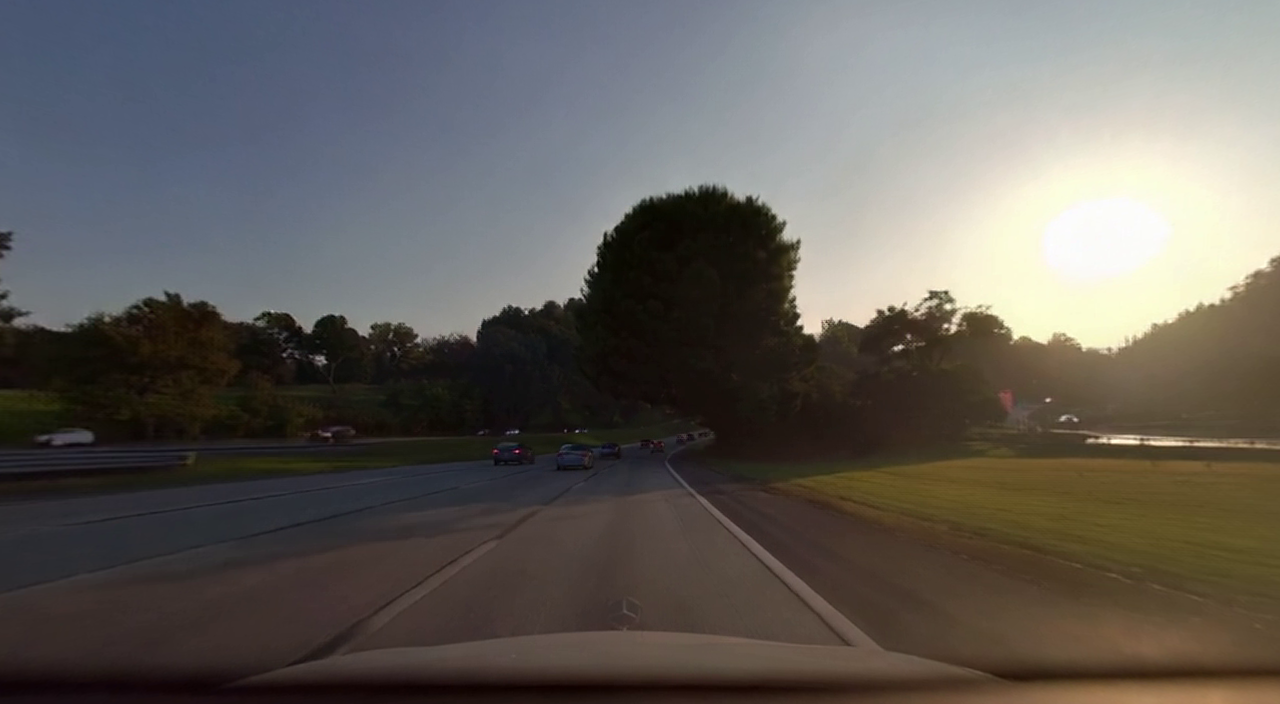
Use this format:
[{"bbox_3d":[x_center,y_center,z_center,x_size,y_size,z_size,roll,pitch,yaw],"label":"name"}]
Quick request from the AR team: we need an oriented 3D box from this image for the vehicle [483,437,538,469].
[{"bbox_3d":[-7.465,5.896,36.792,2.108,1.686,4.556,0,-9,2],"label":"vehicle"}]

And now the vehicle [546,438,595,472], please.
[{"bbox_3d":[-3.758,5.648,34.663,2.035,1.673,4.469,0,-9,2],"label":"vehicle"}]
